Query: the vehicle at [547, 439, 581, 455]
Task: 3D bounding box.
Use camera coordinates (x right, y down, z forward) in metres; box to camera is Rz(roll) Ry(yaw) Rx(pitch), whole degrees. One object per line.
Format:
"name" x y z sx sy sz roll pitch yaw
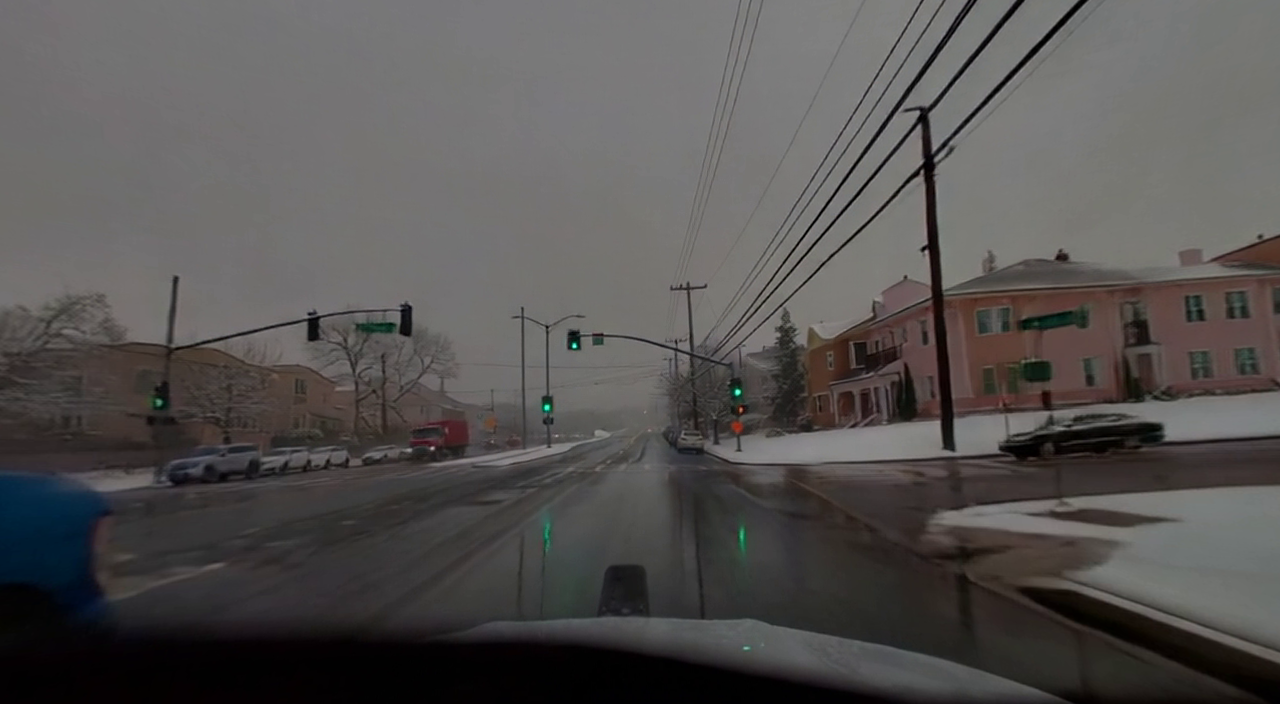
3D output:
"vehicle" -5.767 7.246 48.190 1.925 1.016 2.951 -3 -6 6

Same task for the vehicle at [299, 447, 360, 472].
"vehicle" -18.996 6.572 38.746 1.672 1.428 4.062 -1 -8 1

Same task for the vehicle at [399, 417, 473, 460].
"vehicle" -15.806 6.878 49.636 2.979 3.071 7.978 -1 -8 1

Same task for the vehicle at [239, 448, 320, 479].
"vehicle" -19.136 5.908 33.724 1.751 1.487 4.514 0 -8 -1

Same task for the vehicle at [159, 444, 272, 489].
"vehicle" -19.207 5.156 28.828 2.071 1.840 4.528 0 -8 -1

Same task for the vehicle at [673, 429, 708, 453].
"vehicle" 3.276 5.926 41.865 1.986 1.491 4.500 -1 -8 0

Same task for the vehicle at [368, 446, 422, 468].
"vehicle" -18.765 8.049 48.541 2.060 1.484 4.726 -1 -8 2

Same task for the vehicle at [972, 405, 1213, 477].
"vehicle" 12.004 2.343 17.035 4.816 1.501 2.296 -2 -1 1
